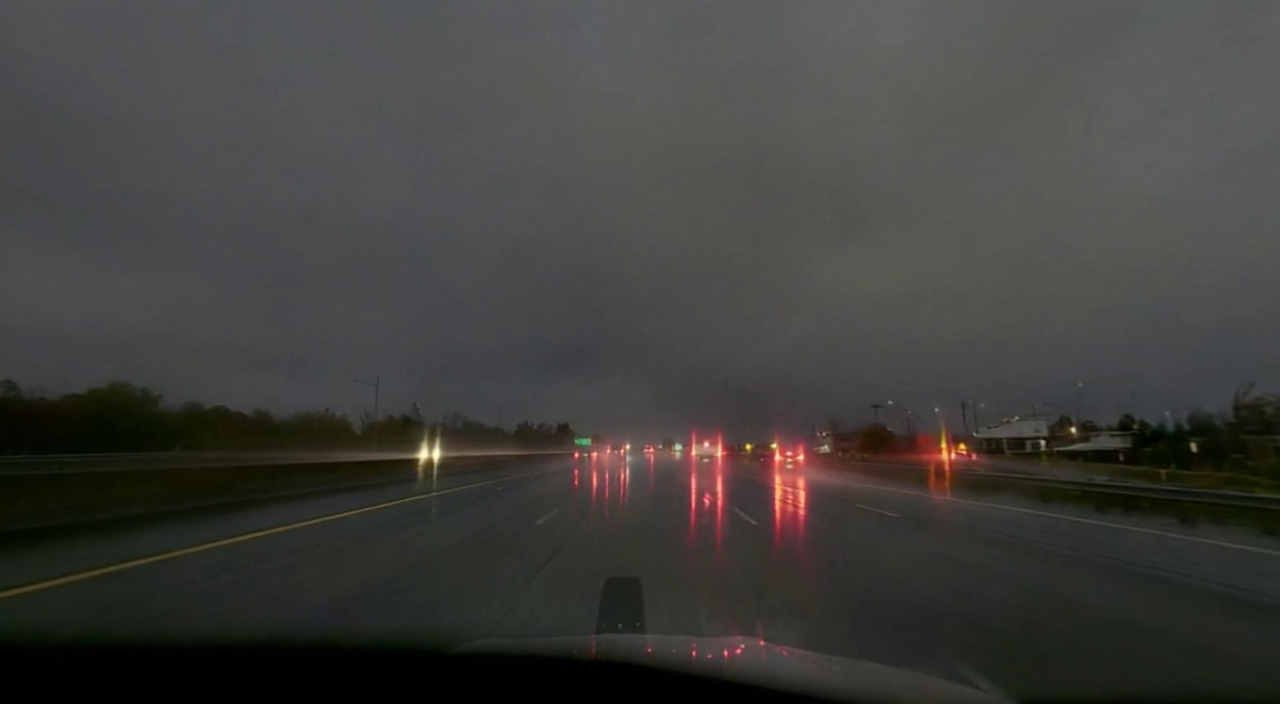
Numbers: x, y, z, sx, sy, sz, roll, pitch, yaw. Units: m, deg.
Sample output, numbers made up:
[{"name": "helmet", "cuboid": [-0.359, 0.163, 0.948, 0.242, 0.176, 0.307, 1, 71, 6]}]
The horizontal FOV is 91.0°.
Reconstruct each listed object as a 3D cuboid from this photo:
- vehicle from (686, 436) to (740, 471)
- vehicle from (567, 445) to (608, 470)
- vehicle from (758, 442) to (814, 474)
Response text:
[{"name": "vehicle", "cuboid": [4.466, 6.377, 39.611, 2.770, 1.990, 5.755, 0, -9, 1]}, {"name": "vehicle", "cuboid": [-3.359, 6.890, 41.400, 2.164, 1.507, 4.748, 0, -9, 1]}, {"name": "vehicle", "cuboid": [8.382, 6.129, 36.614, 2.188, 1.727, 4.381, 0, -9, 0]}]
